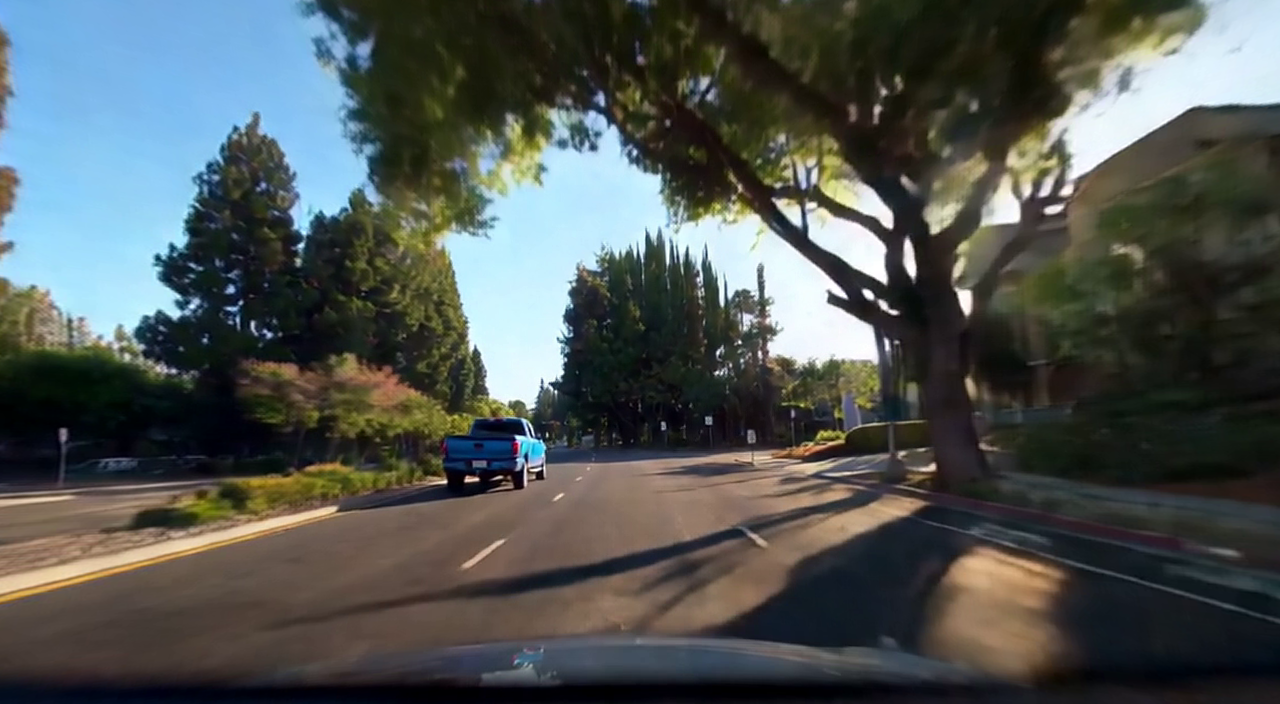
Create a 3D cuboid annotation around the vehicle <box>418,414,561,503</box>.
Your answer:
[{"bbox_3d":[-3.569,2.715,16.564,2.267,1.849,6.402,0,-8,-1],"label":"vehicle"}]
